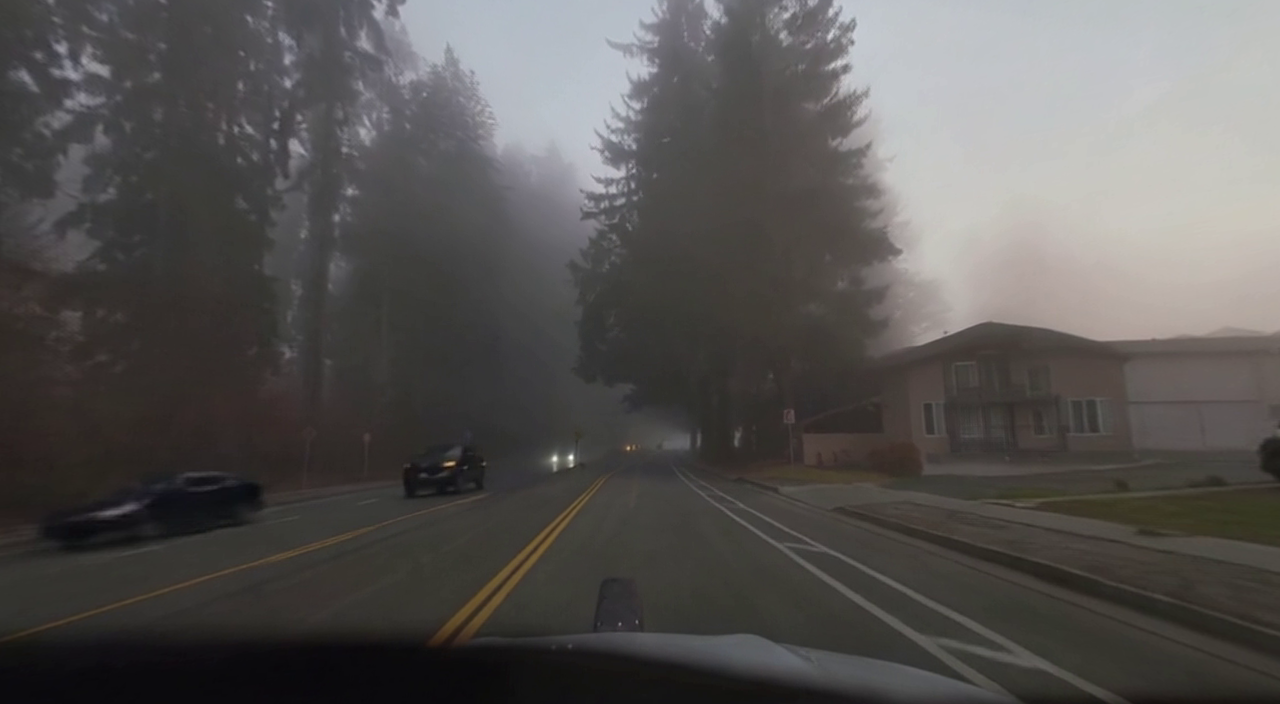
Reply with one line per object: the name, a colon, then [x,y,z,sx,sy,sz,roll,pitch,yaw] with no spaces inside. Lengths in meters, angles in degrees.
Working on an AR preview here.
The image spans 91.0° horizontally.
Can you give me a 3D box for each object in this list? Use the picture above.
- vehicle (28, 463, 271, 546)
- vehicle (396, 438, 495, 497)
vehicle: [-10.527,3.257,14.064,1.865,1.441,4.422,0,-9,0]
vehicle: [-6.787,4.070,22.621,2.063,1.859,4.812,-1,-9,-1]
